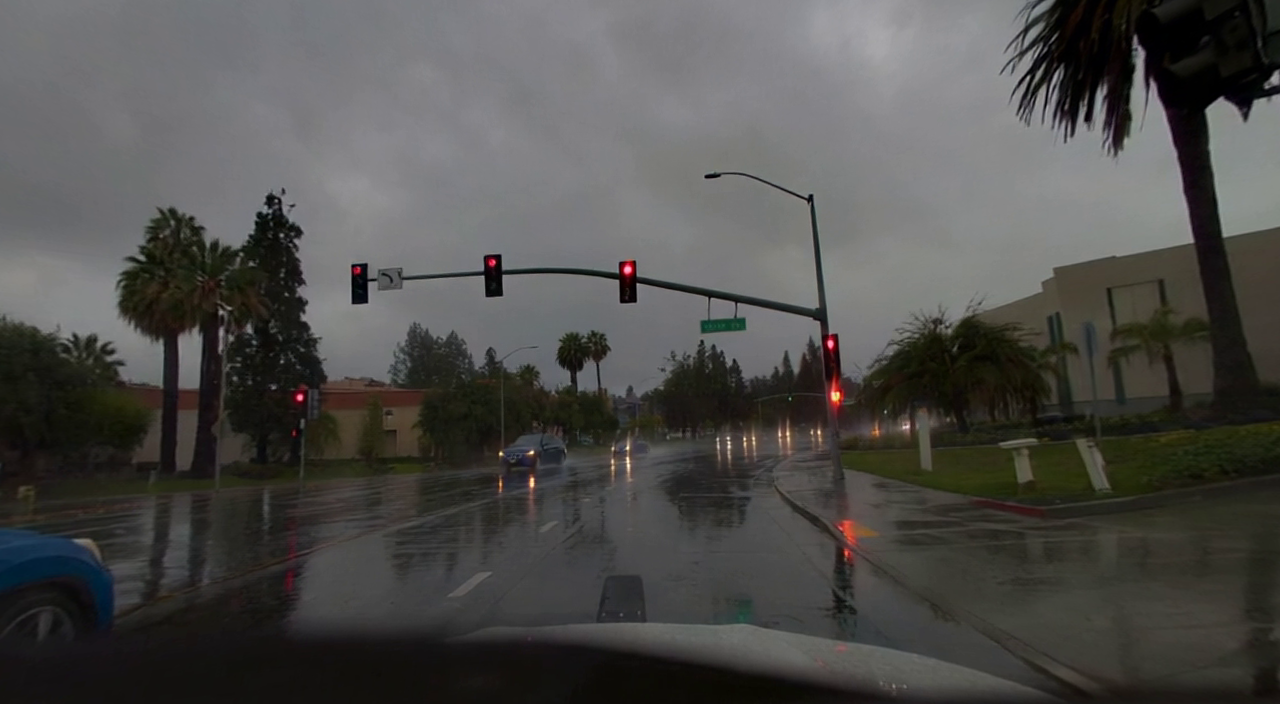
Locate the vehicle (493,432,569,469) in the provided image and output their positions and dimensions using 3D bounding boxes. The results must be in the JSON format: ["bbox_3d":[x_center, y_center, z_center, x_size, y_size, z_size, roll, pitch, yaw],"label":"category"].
[{"bbox_3d":[-5.685,5.231,33.641,2.181,1.792,4.648,-3,-9,16],"label":"vehicle"}]
